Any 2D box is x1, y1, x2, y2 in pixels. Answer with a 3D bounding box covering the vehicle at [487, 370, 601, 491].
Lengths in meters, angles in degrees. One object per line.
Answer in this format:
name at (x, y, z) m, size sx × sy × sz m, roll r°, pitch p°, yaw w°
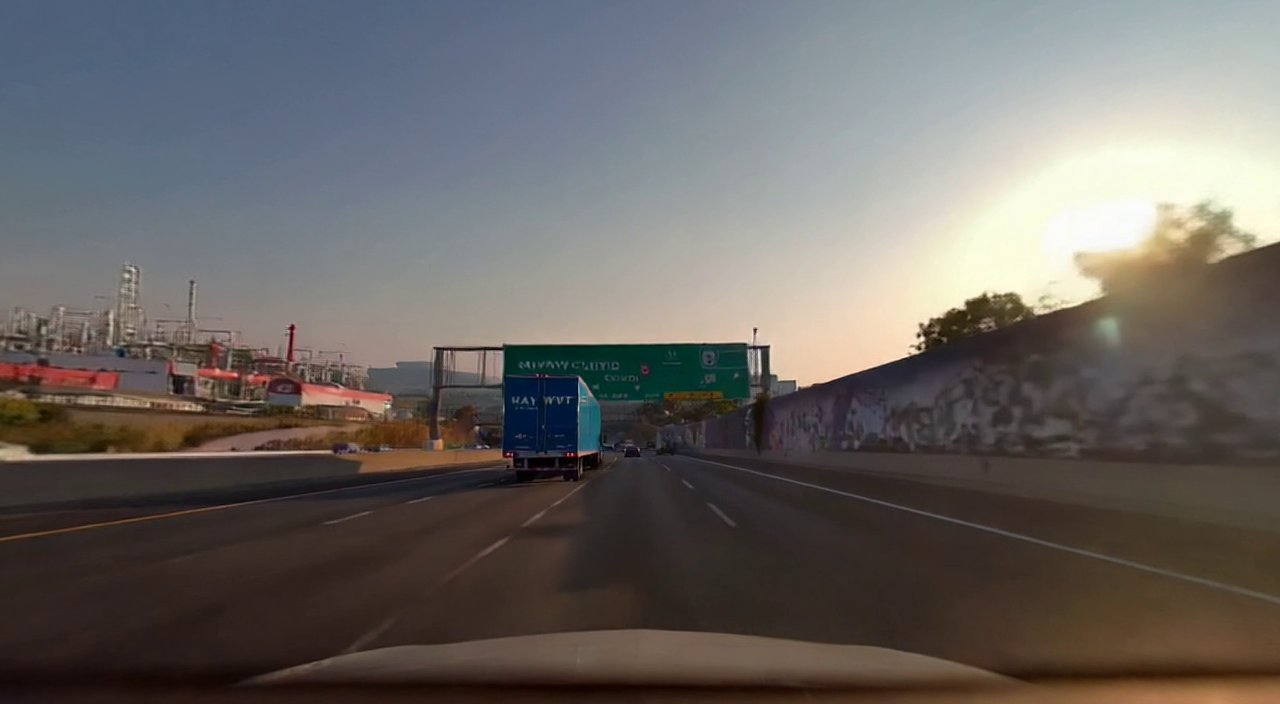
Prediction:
vehicle at (-3.549, 3.204, 26.151) m, size 2.977 × 4.048 × 8.890 m, roll 2°, pitch -7°, yaw 2°
